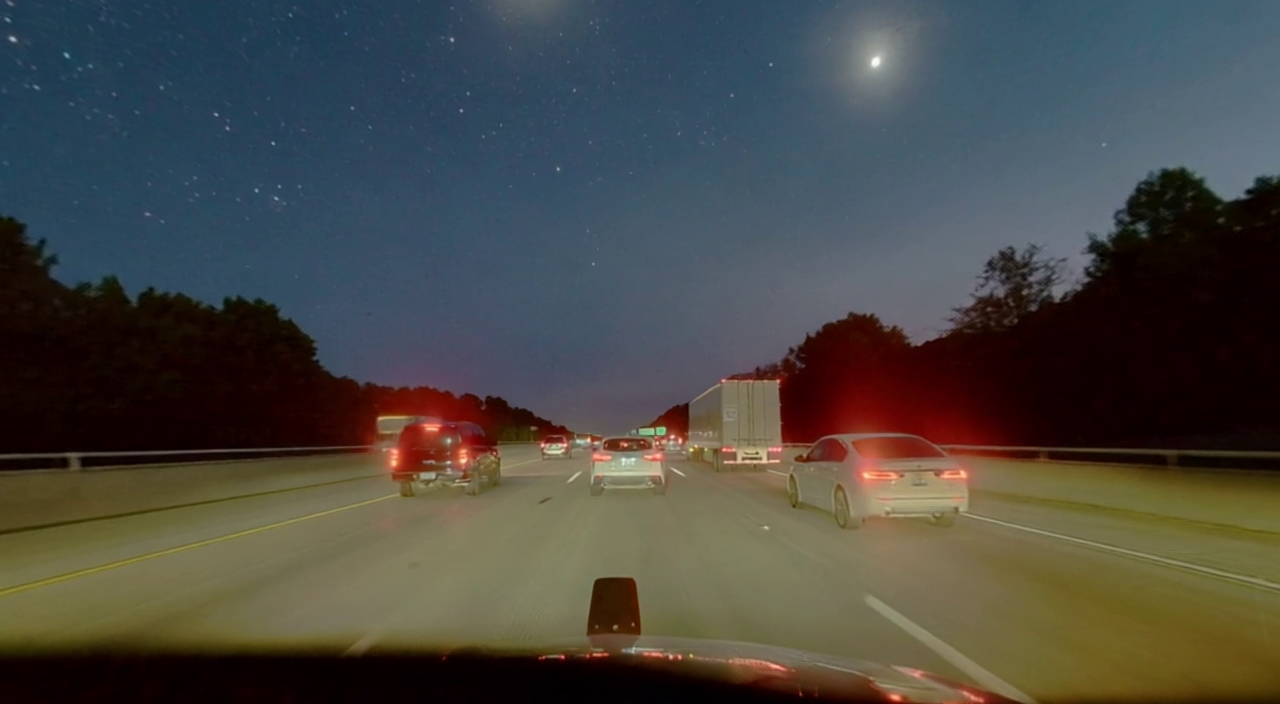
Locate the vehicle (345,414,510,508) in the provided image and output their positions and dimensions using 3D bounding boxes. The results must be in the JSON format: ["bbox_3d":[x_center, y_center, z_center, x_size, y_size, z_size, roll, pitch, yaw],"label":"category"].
[{"bbox_3d":[-4.533,2.396,14.388,2.101,1.767,4.702,0,-8,0],"label":"vehicle"}]

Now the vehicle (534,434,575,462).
[{"bbox_3d":[-5.239,5.914,39.086,1.971,1.648,3.983,0,-8,-1],"label":"vehicle"}]

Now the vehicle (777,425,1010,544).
[{"bbox_3d":[3.642,1.947,9.975,1.951,1.477,3.963,0,-8,-1],"label":"vehicle"}]

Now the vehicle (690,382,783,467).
[{"bbox_3d":[5.248,4.462,37.656,2.888,4.135,14.071,0,-8,-2],"label":"vehicle"}]

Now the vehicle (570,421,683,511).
[{"bbox_3d":[-0.281,2.375,13.607,2.083,1.647,3.799,0,-8,-1],"label":"vehicle"}]
